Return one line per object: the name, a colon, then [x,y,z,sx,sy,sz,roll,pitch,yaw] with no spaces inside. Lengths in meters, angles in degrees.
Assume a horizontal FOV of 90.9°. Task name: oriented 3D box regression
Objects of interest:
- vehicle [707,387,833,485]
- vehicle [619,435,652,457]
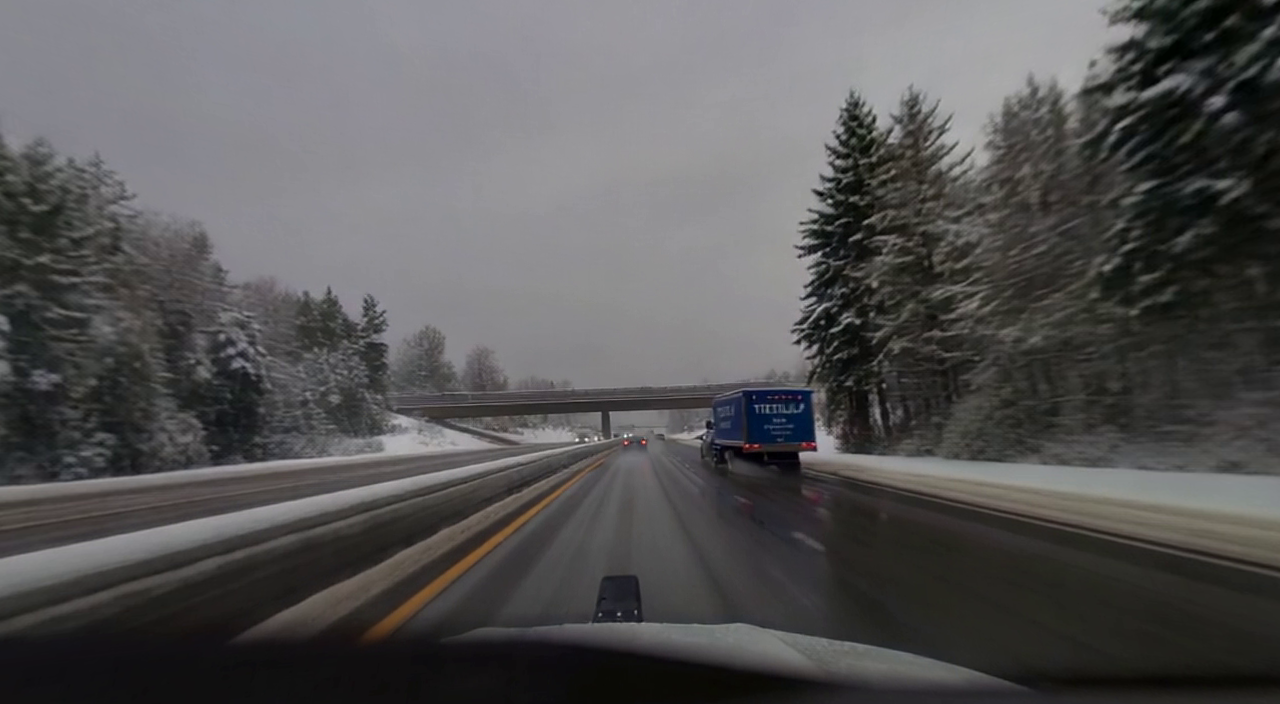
vehicle: [4.003,2.779,21.053,2.715,2.746,6.550,0,-7,-1]
vehicle: [-0.285,6.058,40.645,1.996,1.325,4.029,0,-7,0]
